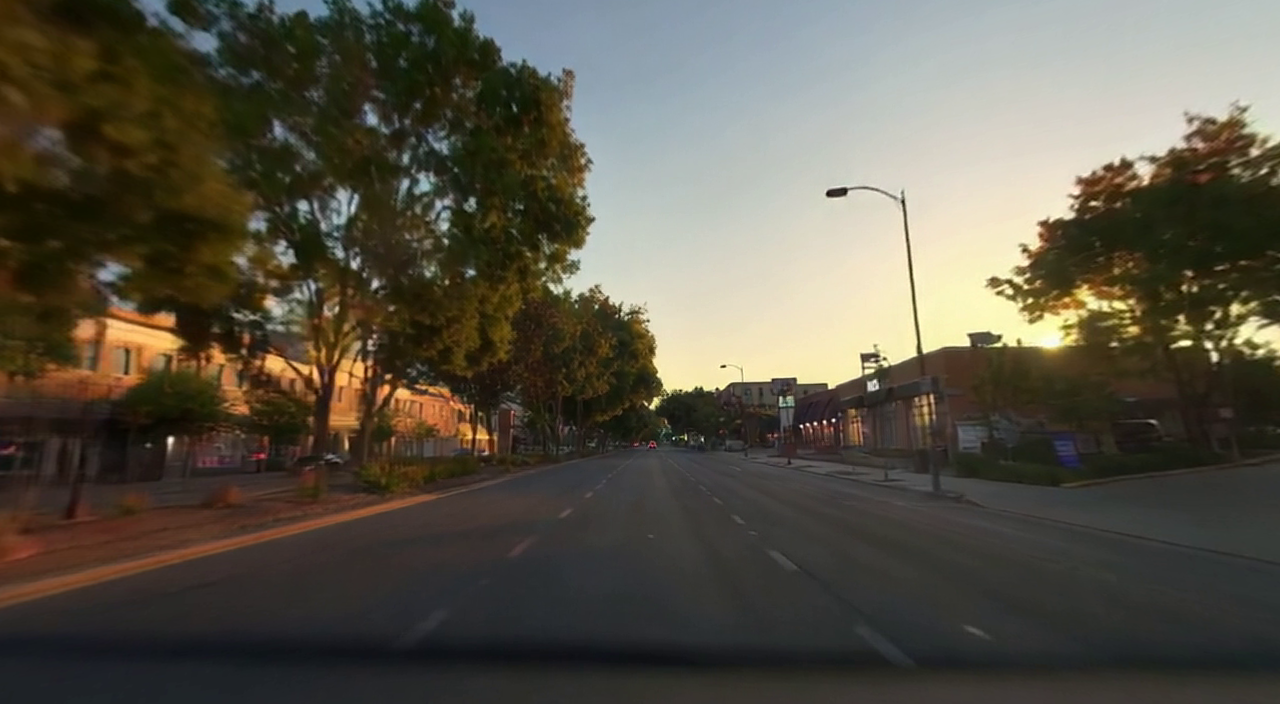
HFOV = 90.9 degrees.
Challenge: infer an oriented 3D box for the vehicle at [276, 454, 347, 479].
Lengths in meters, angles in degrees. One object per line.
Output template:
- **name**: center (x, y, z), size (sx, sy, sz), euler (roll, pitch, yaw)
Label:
- **vehicle**: center (-22.107, 7.705, 42.666), size (2.135, 1.467, 4.653), euler (-1, -8, 2)
